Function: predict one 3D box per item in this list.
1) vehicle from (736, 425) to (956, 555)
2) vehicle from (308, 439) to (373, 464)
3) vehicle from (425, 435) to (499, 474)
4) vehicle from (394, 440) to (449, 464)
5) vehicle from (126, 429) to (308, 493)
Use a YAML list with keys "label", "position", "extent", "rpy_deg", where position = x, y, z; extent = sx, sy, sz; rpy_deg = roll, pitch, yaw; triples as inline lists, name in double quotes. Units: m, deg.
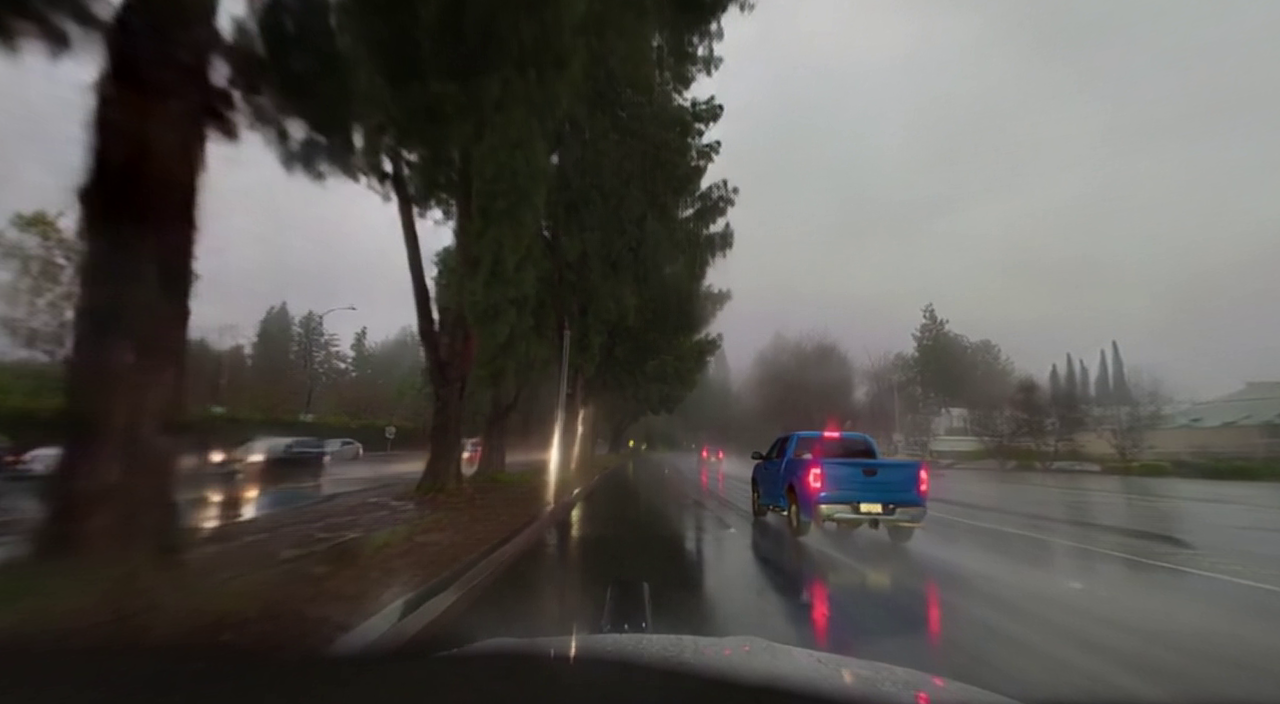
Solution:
- label: "vehicle"
  position: [3.105, 2.182, 10.773]
  extent: [2.108, 1.712, 4.616]
  rpy_deg: [0, -8, -1]
- label: "vehicle"
  position: [-18.784, 6.277, 39.767]
  extent: [1.908, 1.471, 4.556]
  rpy_deg: [0, -8, -1]
- label: "vehicle"
  position: [-8.104, 4.728, 29.215]
  extent: [2.121, 1.639, 4.525]
  rpy_deg: [0, -8, 0]
- label: "vehicle"
  position: [-14.296, 6.596, 41.564]
  extent: [1.981, 1.485, 4.614]
  rpy_deg: [0, -8, 0]
- label: "vehicle"
  position: [-11.285, 2.935, 17.280]
  extent: [1.999, 1.519, 4.249]
  rpy_deg: [0, -8, 1]
